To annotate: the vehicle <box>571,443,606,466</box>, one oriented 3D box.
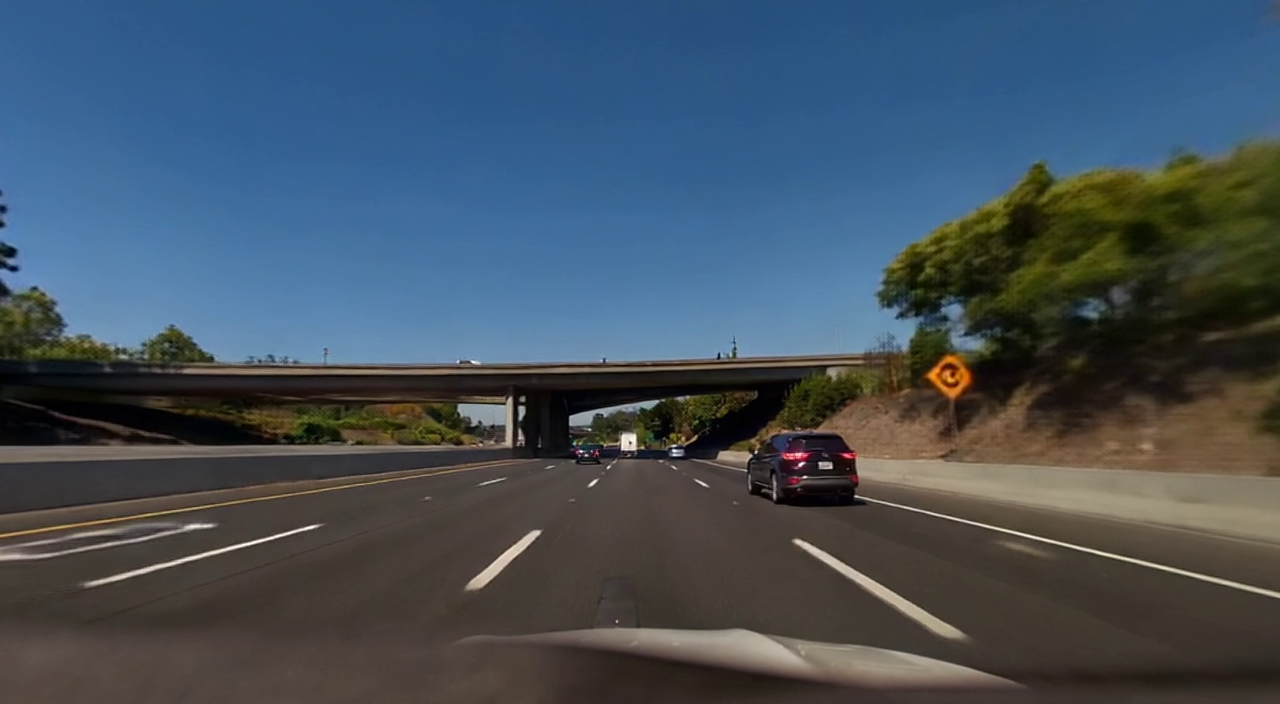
[{"bbox_3d":[-3.484,7.045,43.531,2.037,1.514,4.335,0,-9,0],"label":"vehicle"}]
